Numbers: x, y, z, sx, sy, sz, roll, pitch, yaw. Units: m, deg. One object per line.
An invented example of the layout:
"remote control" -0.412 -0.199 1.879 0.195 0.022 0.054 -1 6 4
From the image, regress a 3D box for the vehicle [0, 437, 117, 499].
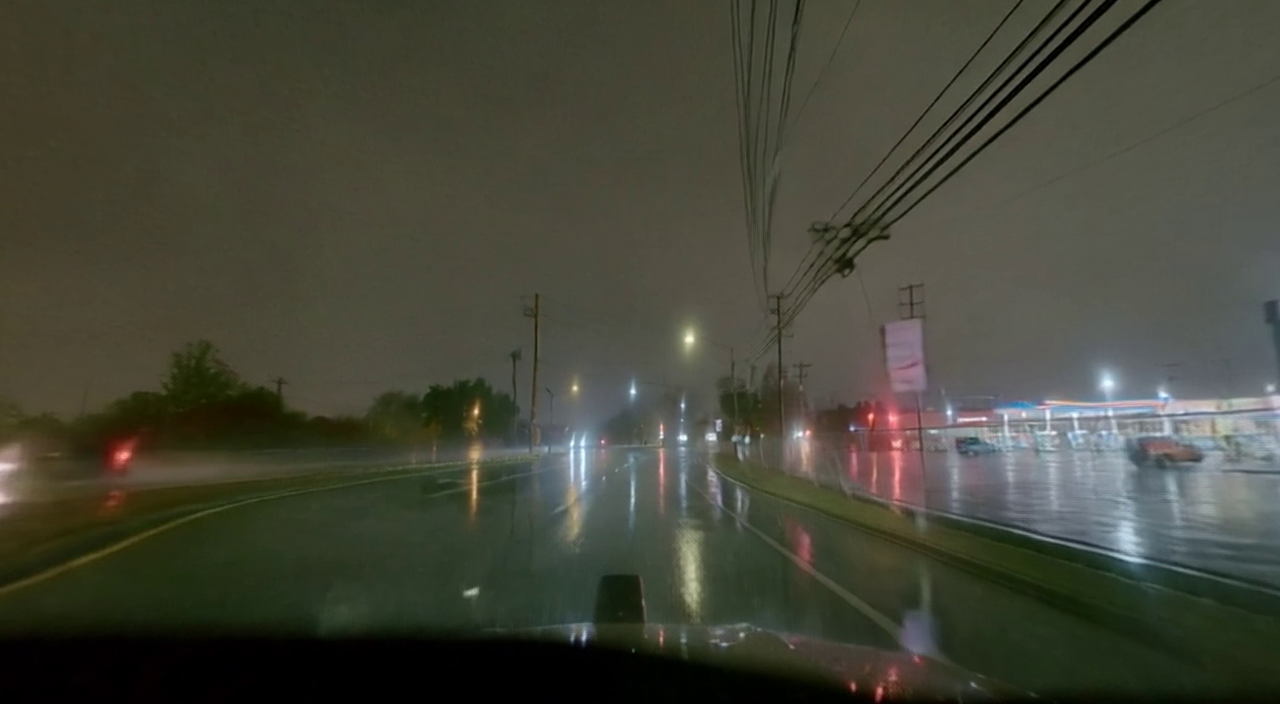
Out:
"vehicle" -18.017 3.274 18.015 2.011 1.646 4.522 0 -9 3
